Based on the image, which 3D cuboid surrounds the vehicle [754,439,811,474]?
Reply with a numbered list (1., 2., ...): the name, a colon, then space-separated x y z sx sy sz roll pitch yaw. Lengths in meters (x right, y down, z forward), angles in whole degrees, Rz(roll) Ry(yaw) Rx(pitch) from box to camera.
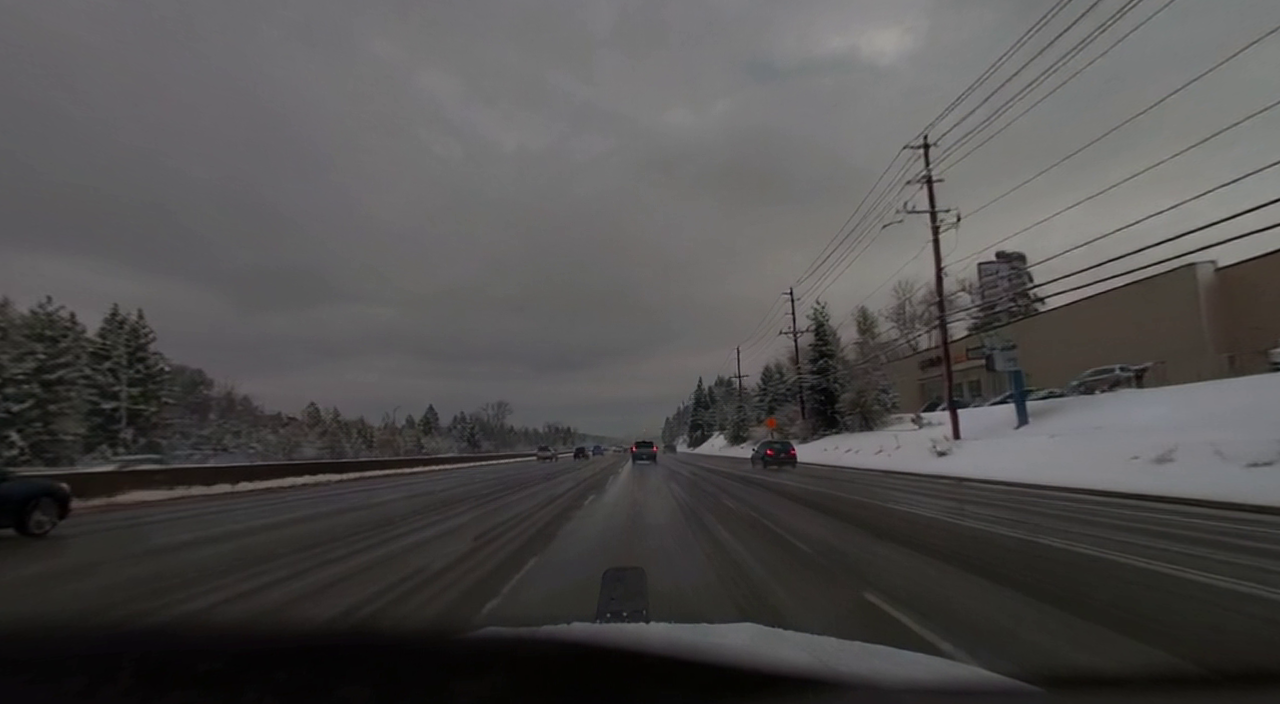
1. vehicle: 7.456 5.540 33.479 1.937 1.698 4.322 0 -9 -1
